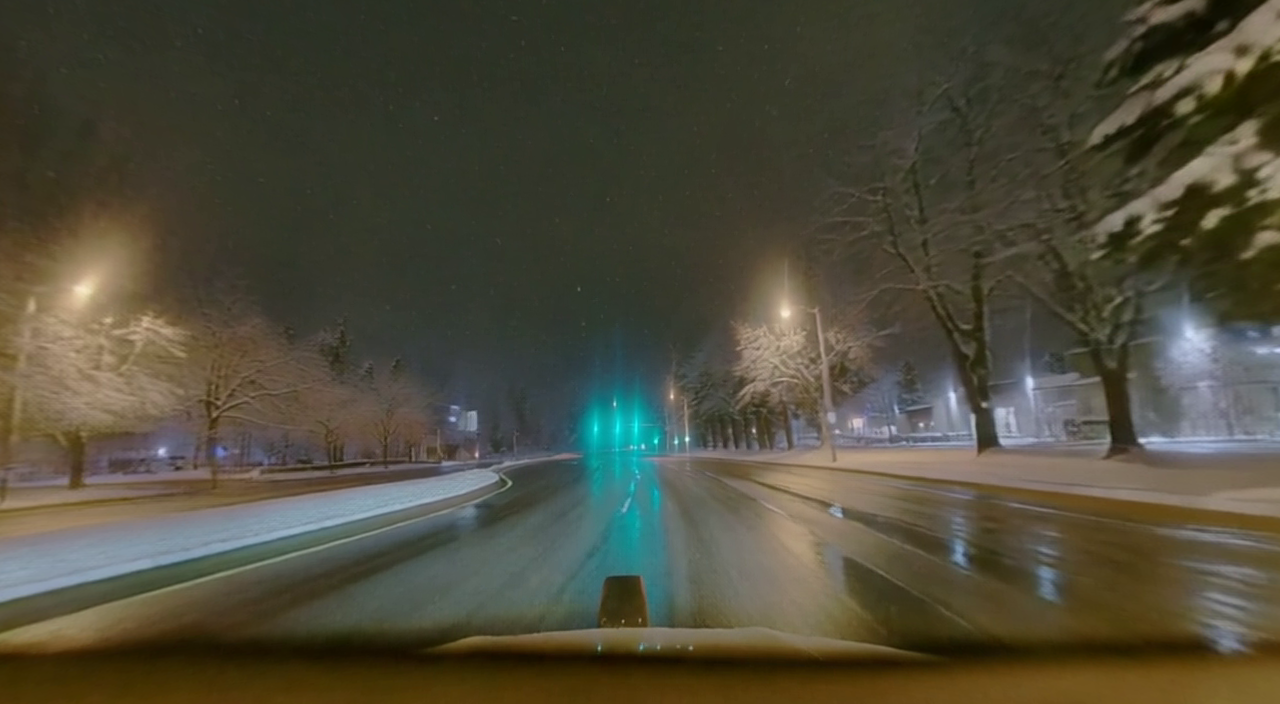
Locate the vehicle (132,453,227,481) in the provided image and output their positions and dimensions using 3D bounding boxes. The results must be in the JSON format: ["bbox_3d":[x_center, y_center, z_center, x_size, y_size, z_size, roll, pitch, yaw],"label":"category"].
[{"bbox_3d":[-34.942,8.714,47.915,2.510,1.873,5.815,-1,-9,6],"label":"vehicle"}]
